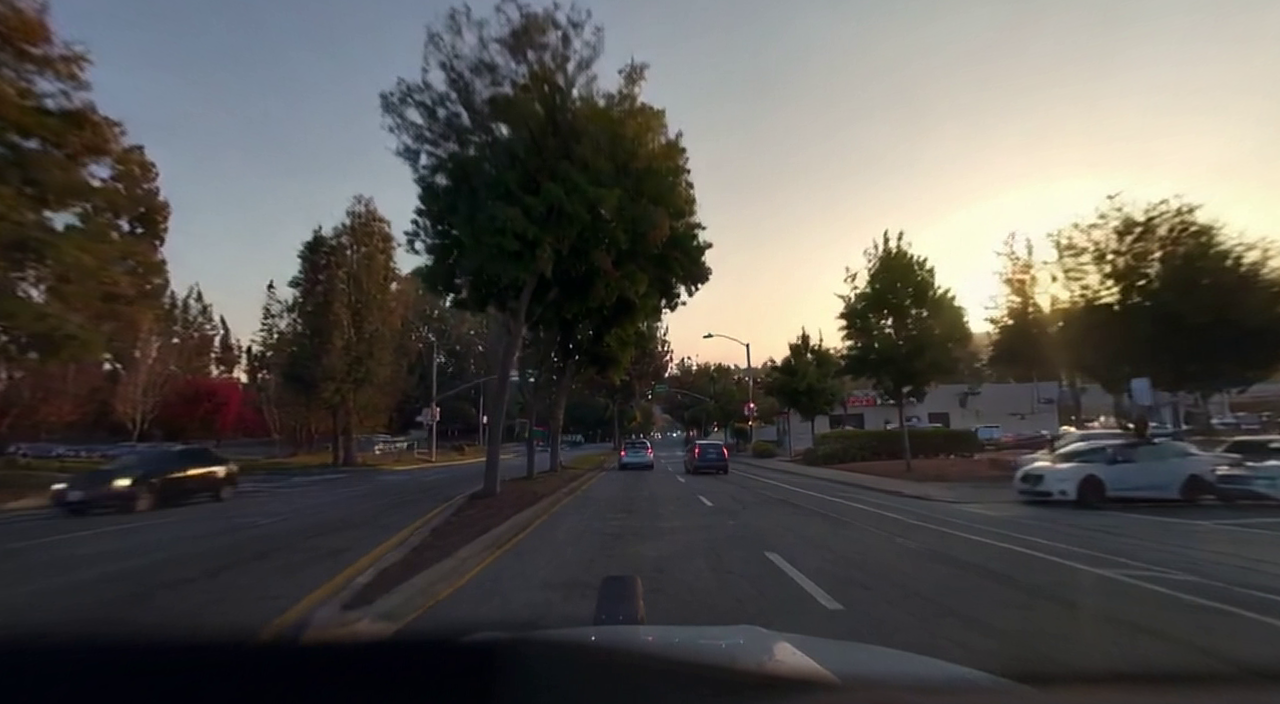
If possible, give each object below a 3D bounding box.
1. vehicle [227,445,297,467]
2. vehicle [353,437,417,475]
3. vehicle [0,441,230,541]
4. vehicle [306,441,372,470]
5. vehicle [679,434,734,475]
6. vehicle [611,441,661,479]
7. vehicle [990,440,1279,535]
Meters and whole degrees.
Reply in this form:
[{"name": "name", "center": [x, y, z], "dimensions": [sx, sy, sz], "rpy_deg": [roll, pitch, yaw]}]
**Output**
[{"name": "vehicle", "center": [-28.479, 7.826, 47.617], "dimensions": [4.328, 1.611, 1.922], "rpy_deg": [-2, -9, 13]}, {"name": "vehicle", "center": [-13.419, 5.399, 33.036], "dimensions": [2.000, 1.798, 5.055], "rpy_deg": [6, -10, -33]}, {"name": "vehicle", "center": [-9.976, 2.351, 11.456], "dimensions": [2.033, 1.439, 4.567], "rpy_deg": [0, -8, 0]}, {"name": "vehicle", "center": [-19.653, 6.690, 41.151], "dimensions": [4.949, 1.780, 2.079], "rpy_deg": [-8, -11, 42]}, {"name": "vehicle", "center": [3.034, 4.810, 29.779], "dimensions": [2.046, 1.768, 4.370], "rpy_deg": [0, -8, -1]}, {"name": "vehicle", "center": [-0.160, 4.440, 26.240], "dimensions": [1.917, 1.418, 3.987], "rpy_deg": [0, -8, 0]}, {"name": "vehicle", "center": [9.193, 2.331, 11.252], "dimensions": [4.662, 1.495, 1.998], "rpy_deg": [-1, -8, 4]}]
